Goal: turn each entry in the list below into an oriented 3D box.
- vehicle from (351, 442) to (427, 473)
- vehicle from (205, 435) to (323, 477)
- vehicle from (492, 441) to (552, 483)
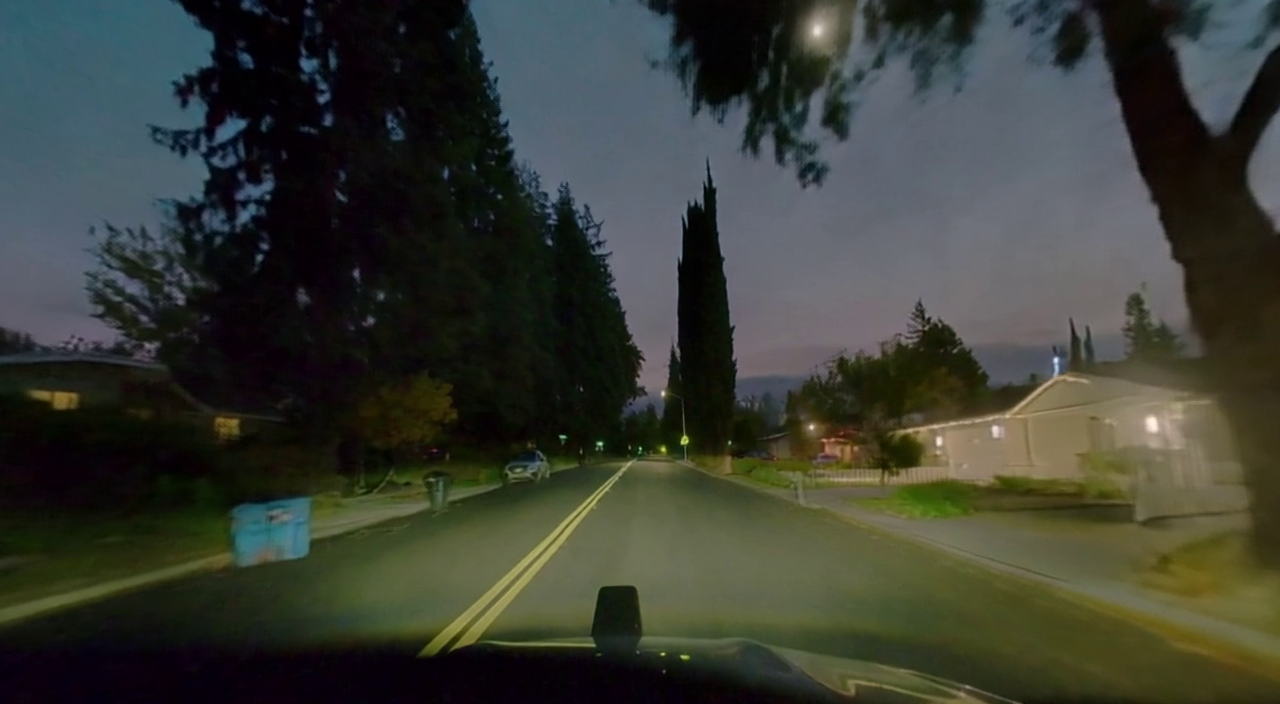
[{"bbox_3d":[-16.872,7.072,42.346,4.742,1.495,1.963,-11,-11,23],"label":"vehicle"},{"bbox_3d":[-14.667,4.032,24.543,4.668,1.491,1.941,-6,-10,32],"label":"vehicle"},{"bbox_3d":[-5.662,5.447,30.776,1.924,1.765,4.542,-3,-12,1],"label":"vehicle"}]
